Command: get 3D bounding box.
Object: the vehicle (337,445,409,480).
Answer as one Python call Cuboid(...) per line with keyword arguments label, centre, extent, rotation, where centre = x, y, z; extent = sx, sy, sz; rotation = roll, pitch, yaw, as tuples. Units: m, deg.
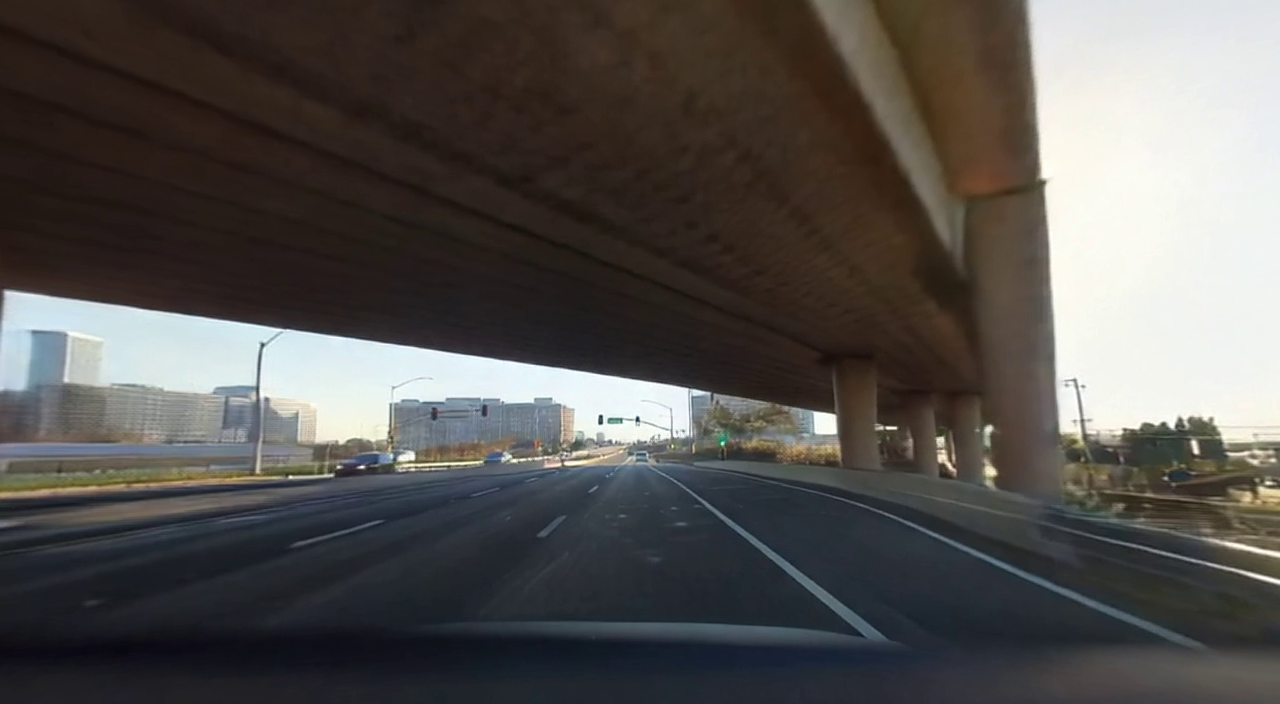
Cuboid(label="vehicle", centre=(-14.209, 5.878, 33.824), extent=(2.020, 1.719, 4.366), rotation=(0, -9, -1))
